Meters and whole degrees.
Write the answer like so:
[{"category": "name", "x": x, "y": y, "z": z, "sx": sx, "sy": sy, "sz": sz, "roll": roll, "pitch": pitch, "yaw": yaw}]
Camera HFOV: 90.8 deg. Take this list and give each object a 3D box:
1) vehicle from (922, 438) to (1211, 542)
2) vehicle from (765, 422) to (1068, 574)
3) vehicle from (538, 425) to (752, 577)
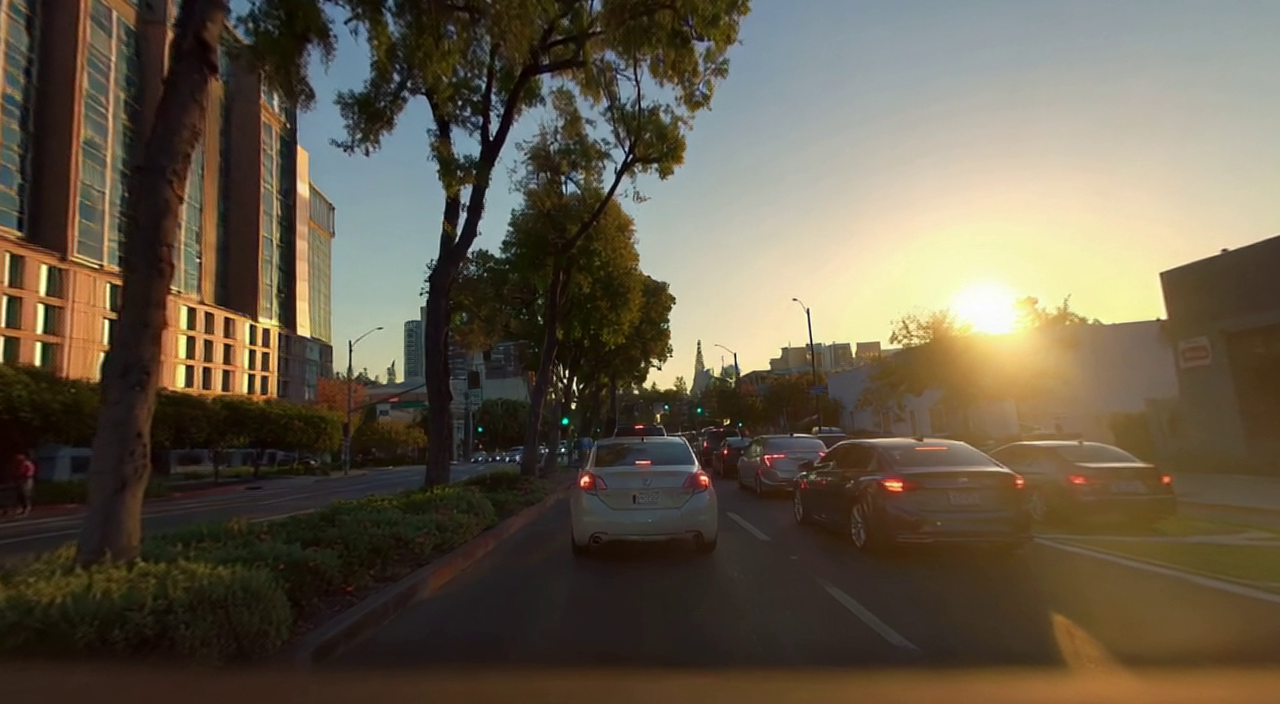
[{"category": "vehicle", "x": 6.537, "y": 2.116, "z": 10.351, "sx": 1.915, "sy": 1.338, "sz": 3.874, "roll": 0, "pitch": -8, "yaw": -2}, {"category": "vehicle", "x": 3.201, "y": 1.781, "z": 8.588, "sx": 1.995, "sy": 1.483, "sz": 4.533, "roll": 0, "pitch": -8, "yaw": -1}, {"category": "vehicle", "x": 0.005, "y": 1.777, "z": 8.361, "sx": 2.105, "sy": 1.474, "sz": 4.127, "roll": 0, "pitch": -8, "yaw": -1}]
